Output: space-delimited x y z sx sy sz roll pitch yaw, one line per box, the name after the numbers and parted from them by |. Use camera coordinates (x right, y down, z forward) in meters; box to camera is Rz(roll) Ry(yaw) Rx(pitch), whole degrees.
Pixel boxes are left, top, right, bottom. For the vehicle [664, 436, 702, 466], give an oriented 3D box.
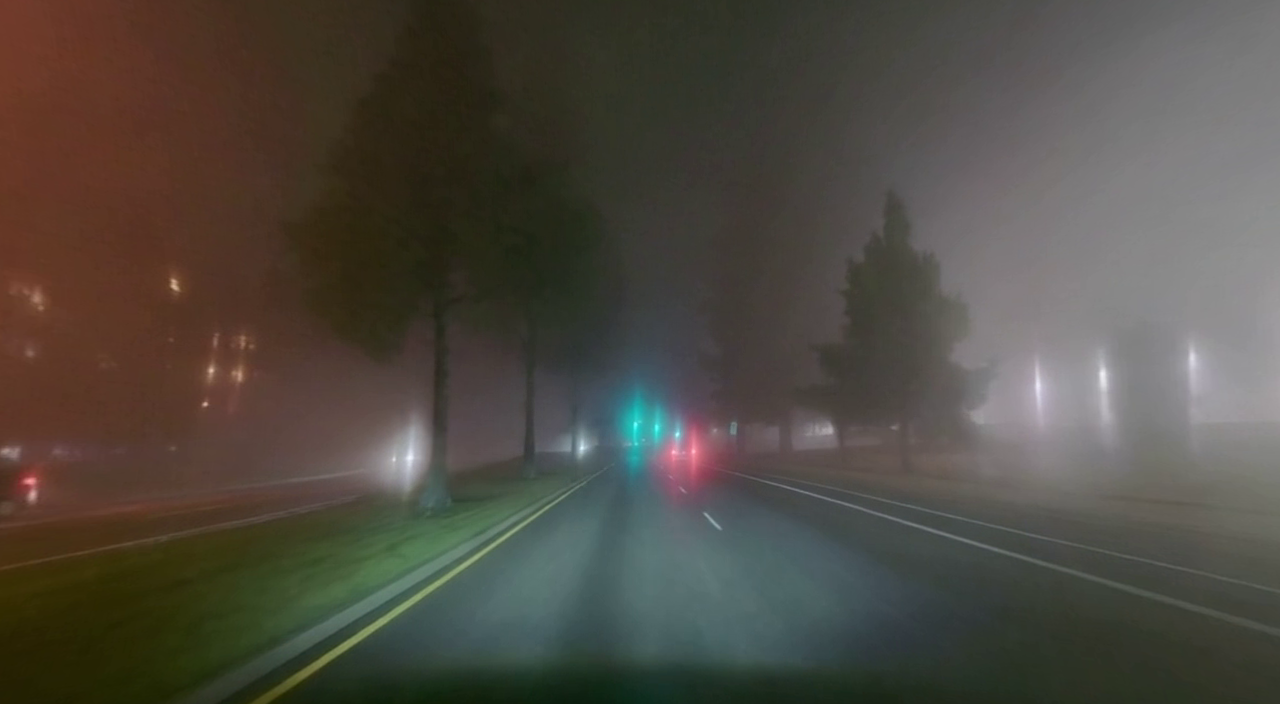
2.815 6.624 42.376 2.085 1.828 5.383 0 -8 -1 | vehicle

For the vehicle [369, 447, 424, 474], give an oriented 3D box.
-17.077 7.580 44.578 2.052 1.776 4.483 0 -8 0 | vehicle
